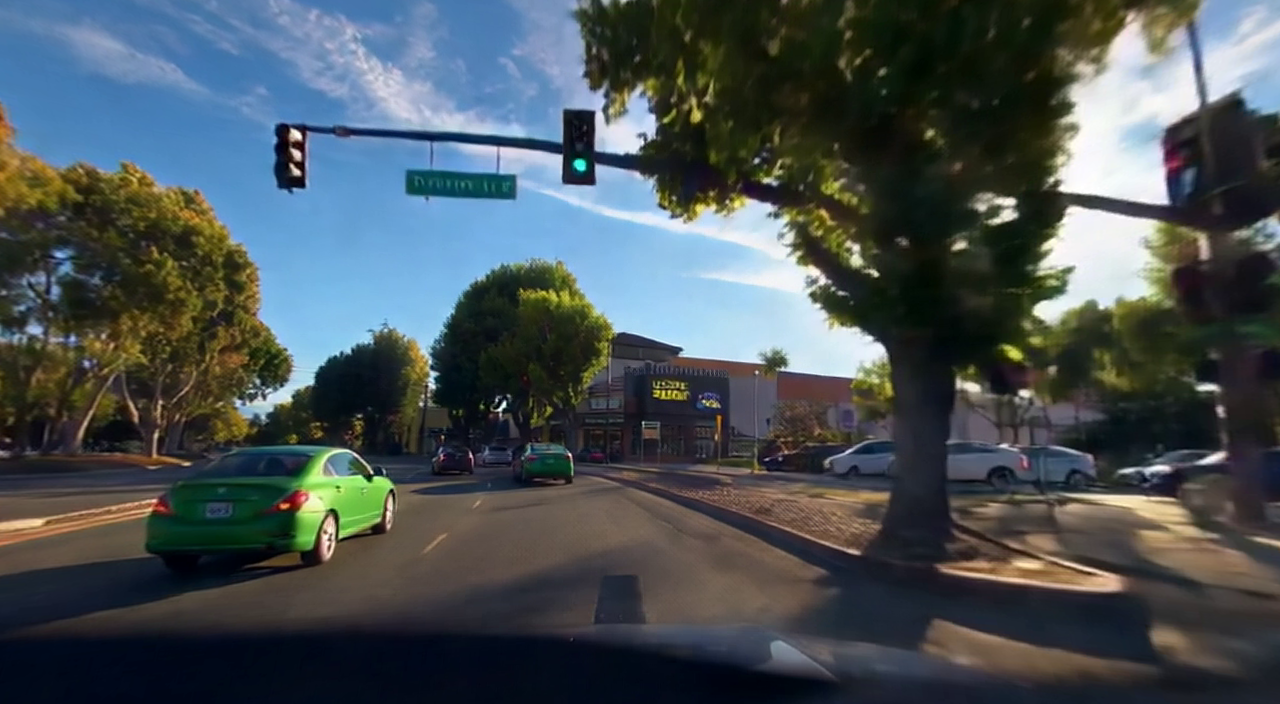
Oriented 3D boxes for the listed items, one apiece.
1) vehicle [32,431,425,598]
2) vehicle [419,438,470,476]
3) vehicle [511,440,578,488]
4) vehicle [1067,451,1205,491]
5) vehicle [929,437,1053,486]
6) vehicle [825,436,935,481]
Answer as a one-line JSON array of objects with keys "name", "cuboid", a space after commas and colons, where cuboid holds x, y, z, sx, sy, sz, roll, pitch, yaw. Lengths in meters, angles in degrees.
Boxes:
[{"name": "vehicle", "cuboid": [-4.559, 1.831, 8.206, 2.105, 1.477, 4.857, 0, -8, -4]}, {"name": "vehicle", "cuboid": [-8.883, 4.768, 28.889, 2.042, 1.593, 3.956, 2, -9, -15]}, {"name": "vehicle", "cuboid": [-3.417, 3.823, 21.880, 2.001, 1.483, 4.442, 2, -9, -12]}, {"name": "vehicle", "cuboid": [18.527, 4.435, 23.611, 3.800, 1.369, 1.759, 1, -8, -5]}, {"name": "vehicle", "cuboid": [11.534, 3.613, 21.032, 1.762, 1.453, 3.976, 0, -8, -2]}, {"name": "vehicle", "cuboid": [8.729, 3.913, 23.428, 1.919, 1.489, 4.889, 0, -8, -4]}]
